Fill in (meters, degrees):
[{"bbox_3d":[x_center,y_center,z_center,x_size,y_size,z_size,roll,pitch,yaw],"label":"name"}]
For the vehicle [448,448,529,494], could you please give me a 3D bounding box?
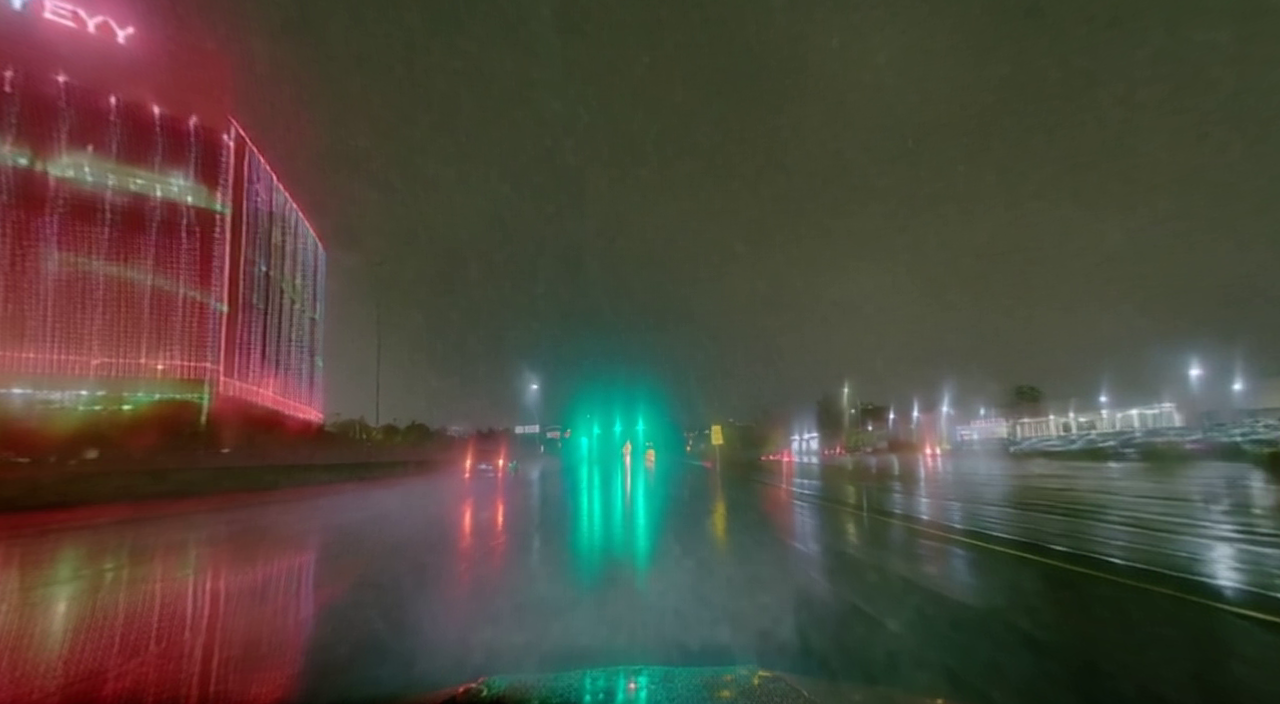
[{"bbox_3d":[-5.494,4.326,23.388,1.943,1.510,4.201,0,-9,0],"label":"vehicle"}]
